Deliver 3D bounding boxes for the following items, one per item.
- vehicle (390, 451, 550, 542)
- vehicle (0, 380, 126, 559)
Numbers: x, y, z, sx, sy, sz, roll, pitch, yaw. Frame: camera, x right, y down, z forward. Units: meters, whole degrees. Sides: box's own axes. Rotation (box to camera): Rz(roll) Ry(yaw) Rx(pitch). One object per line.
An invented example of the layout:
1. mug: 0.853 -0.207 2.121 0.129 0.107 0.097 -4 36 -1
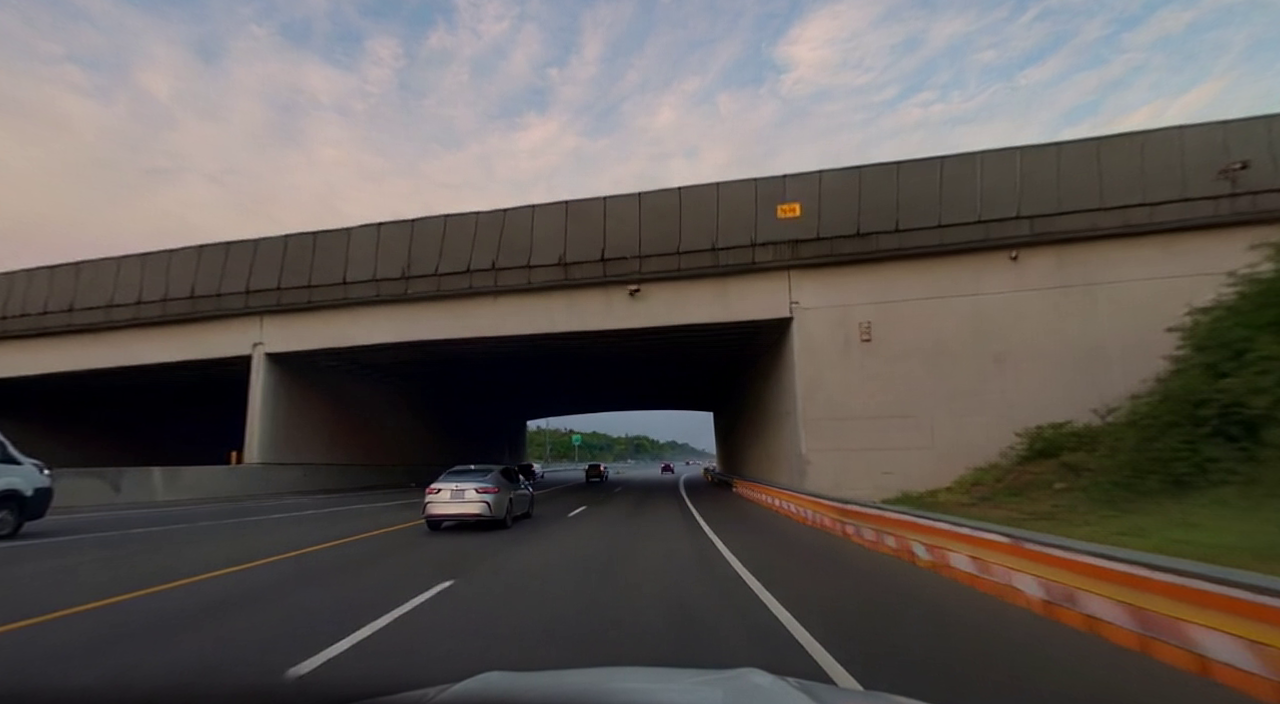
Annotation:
1. vehicle: -3.128 2.771 12.474 1.992 1.466 3.690 0 -10 2
2. vehicle: -10.734 1.477 8.021 2.310 2.576 6.321 -1 -10 9
